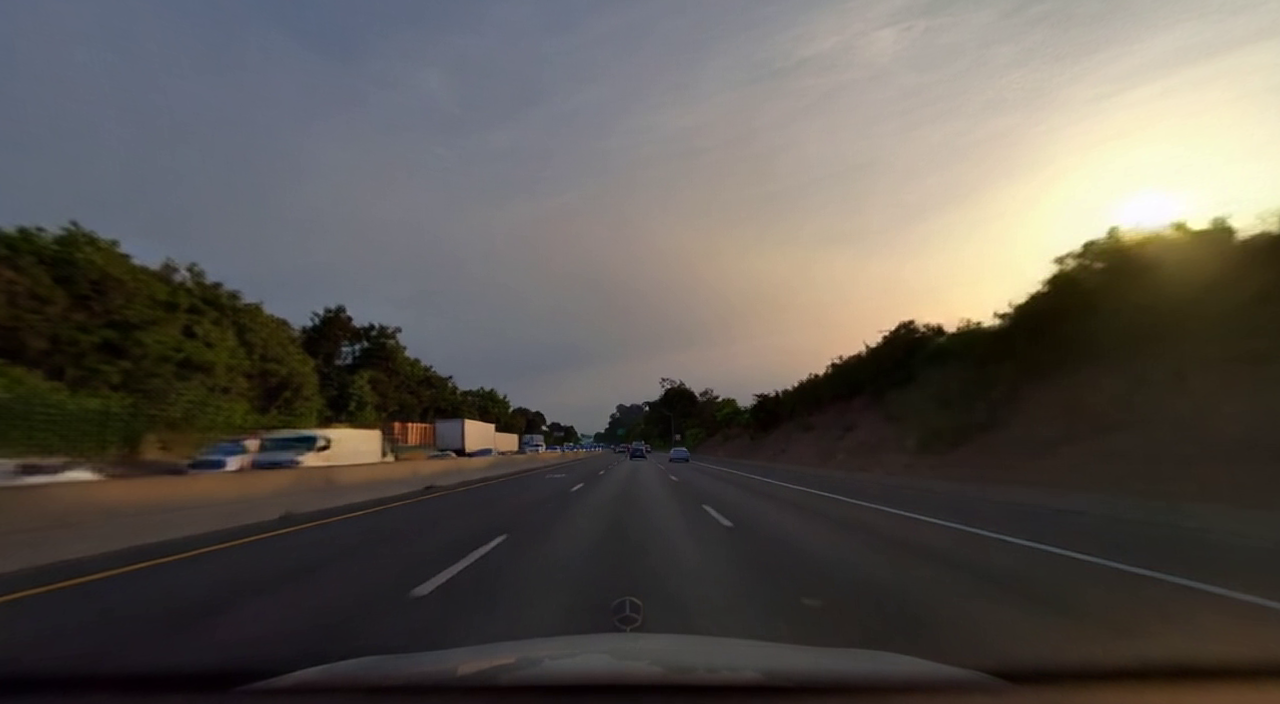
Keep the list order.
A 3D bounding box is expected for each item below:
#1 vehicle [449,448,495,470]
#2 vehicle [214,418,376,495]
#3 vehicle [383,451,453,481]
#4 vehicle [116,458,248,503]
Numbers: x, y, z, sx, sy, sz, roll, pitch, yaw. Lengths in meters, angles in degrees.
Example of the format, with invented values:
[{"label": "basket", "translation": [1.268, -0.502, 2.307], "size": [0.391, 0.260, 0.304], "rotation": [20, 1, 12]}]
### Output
[{"label": "vehicle", "translation": [-12.043, 7.685, 45.423], "size": [2.113, 1.531, 4.402], "rotation": [0, -9, 0]}, {"label": "vehicle", "translation": [-11.529, 3.569, 21.722], "size": [2.341, 2.308, 5.443], "rotation": [0, -9, 1]}, {"label": "vehicle", "translation": [-11.695, 6.008, 33.593], "size": [2.050, 1.464, 4.553], "rotation": [0, -9, 0]}, {"label": "vehicle", "translation": [-16.268, 4.561, 22.664], "size": [1.720, 1.411, 3.954], "rotation": [0, -9, 1]}]
